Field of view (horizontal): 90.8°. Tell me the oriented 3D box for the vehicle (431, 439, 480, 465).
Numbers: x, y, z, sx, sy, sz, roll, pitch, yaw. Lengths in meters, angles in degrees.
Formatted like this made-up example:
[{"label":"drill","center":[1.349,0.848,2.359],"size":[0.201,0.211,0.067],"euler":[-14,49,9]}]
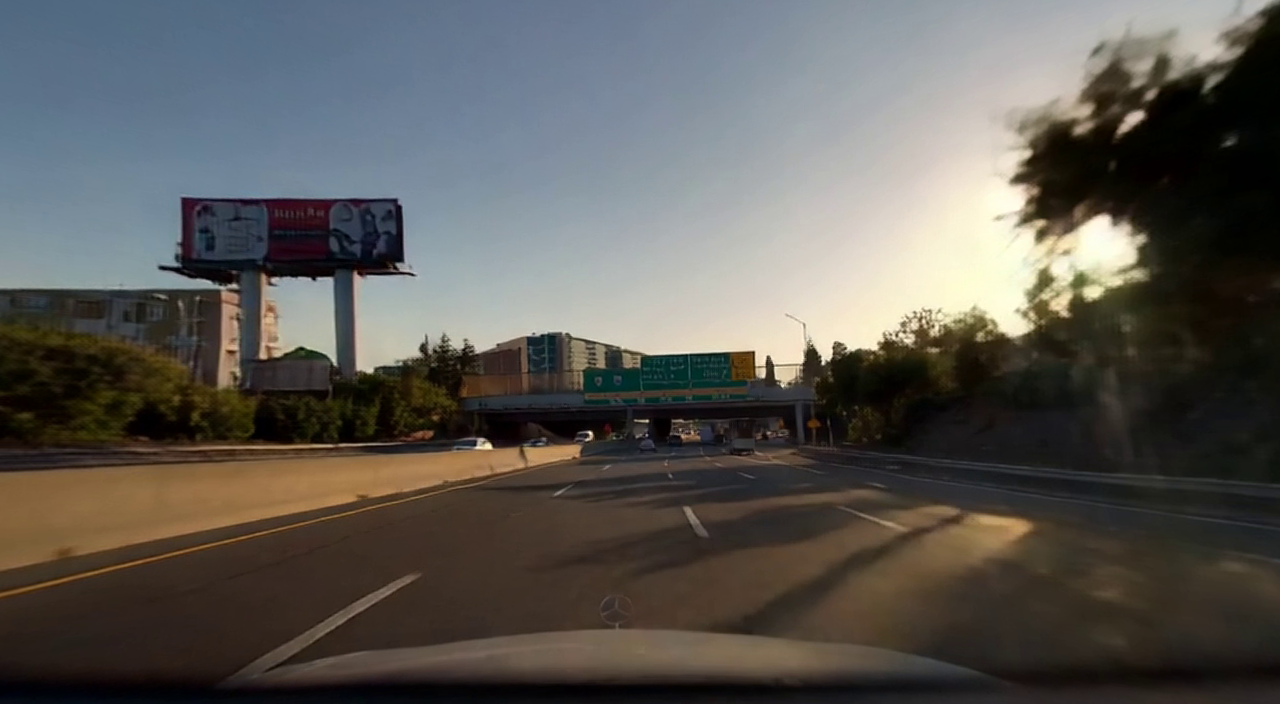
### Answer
[{"label":"vehicle","center":[-11.881,6.443,40.936],"size":[1.824,1.596,3.948],"euler":[0,-8,3]}]
